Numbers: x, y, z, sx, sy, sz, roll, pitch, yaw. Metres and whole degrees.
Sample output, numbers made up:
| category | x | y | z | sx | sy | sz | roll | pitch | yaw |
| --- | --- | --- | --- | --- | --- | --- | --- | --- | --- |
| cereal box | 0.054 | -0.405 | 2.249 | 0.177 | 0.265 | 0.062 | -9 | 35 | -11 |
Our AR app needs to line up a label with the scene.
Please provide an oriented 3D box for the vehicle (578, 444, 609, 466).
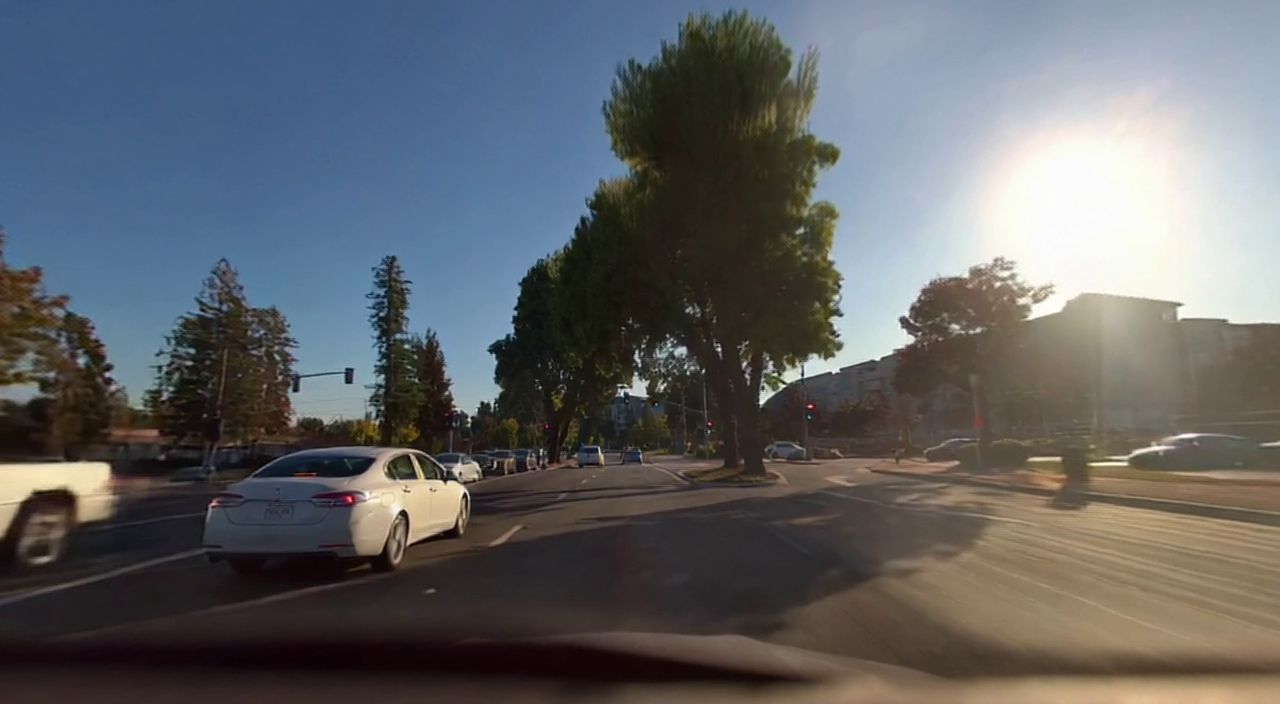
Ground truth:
| category | x | y | z | sx | sy | sz | roll | pitch | yaw |
| --- | --- | --- | --- | --- | --- | --- | --- | --- | --- |
| vehicle | -3.577 | 8.056 | 49.492 | 2.103 | 1.592 | 4.160 | 0 | -9 | 0 |

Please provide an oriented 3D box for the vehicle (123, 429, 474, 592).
| category | x | y | z | sx | sy | sz | roll | pitch | yaw |
| --- | --- | --- | --- | --- | --- | --- | --- | --- | --- |
| vehicle | -3.612 | 1.739 | 7.845 | 1.905 | 1.418 | 4.396 | 0 | -9 | 0 |

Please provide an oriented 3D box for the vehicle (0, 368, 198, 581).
| category | x | y | z | sx | sy | sz | roll | pitch | yaw |
| --- | --- | --- | --- | --- | --- | --- | --- | --- | --- |
| vehicle | -7.319 | 1.117 | 5.680 | 2.274 | 2.040 | 6.031 | 0 | -9 | 0 |

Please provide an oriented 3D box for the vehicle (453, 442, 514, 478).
| category | x | y | z | sx | sy | sz | roll | pitch | yaw |
| --- | --- | --- | --- | --- | --- | --- | --- | --- | --- |
| vehicle | -7.737 | 5.371 | 31.614 | 1.964 | 1.627 | 4.147 | 0 | -9 | 0 |
